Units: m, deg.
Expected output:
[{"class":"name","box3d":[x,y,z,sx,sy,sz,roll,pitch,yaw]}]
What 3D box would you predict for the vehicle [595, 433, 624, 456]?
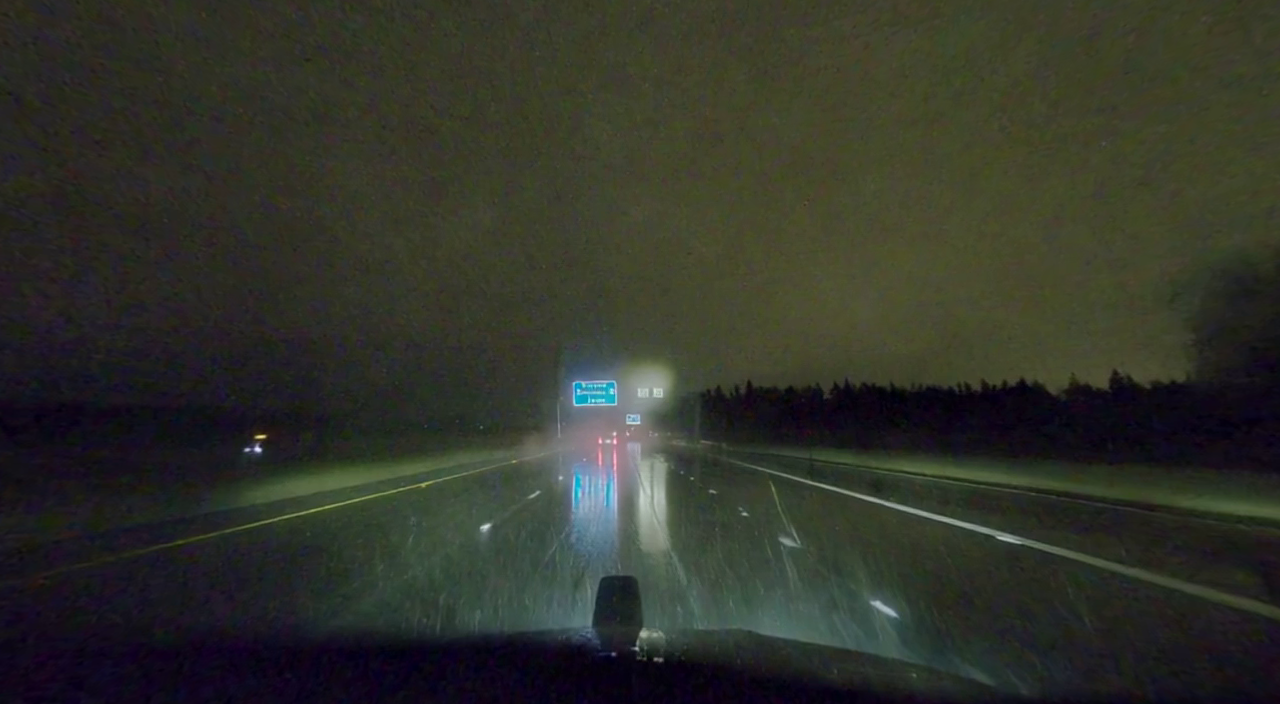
[{"class":"vehicle","box3d":[-2.135,6.547,44.617,1.993,1.519,4.046,0,-8,-2]}]
